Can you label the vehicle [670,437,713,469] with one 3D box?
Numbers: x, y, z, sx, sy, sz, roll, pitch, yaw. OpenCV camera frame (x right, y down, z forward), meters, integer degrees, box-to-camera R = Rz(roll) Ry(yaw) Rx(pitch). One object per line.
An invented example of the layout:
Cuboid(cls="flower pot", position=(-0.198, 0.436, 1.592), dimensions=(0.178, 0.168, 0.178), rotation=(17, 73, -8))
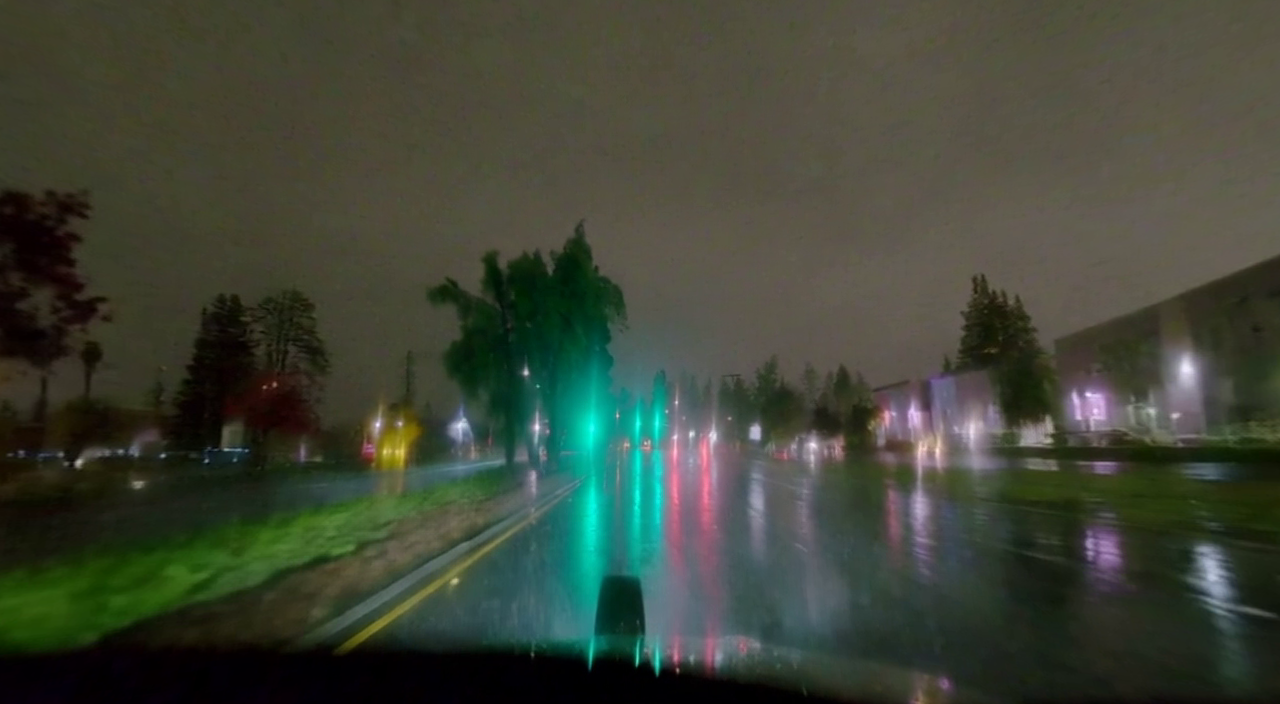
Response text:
Cuboid(cls="vehicle", position=(3.068, 6.174, 38.809), dimensions=(2.085, 1.828, 5.383), rotation=(0, -8, -1))
